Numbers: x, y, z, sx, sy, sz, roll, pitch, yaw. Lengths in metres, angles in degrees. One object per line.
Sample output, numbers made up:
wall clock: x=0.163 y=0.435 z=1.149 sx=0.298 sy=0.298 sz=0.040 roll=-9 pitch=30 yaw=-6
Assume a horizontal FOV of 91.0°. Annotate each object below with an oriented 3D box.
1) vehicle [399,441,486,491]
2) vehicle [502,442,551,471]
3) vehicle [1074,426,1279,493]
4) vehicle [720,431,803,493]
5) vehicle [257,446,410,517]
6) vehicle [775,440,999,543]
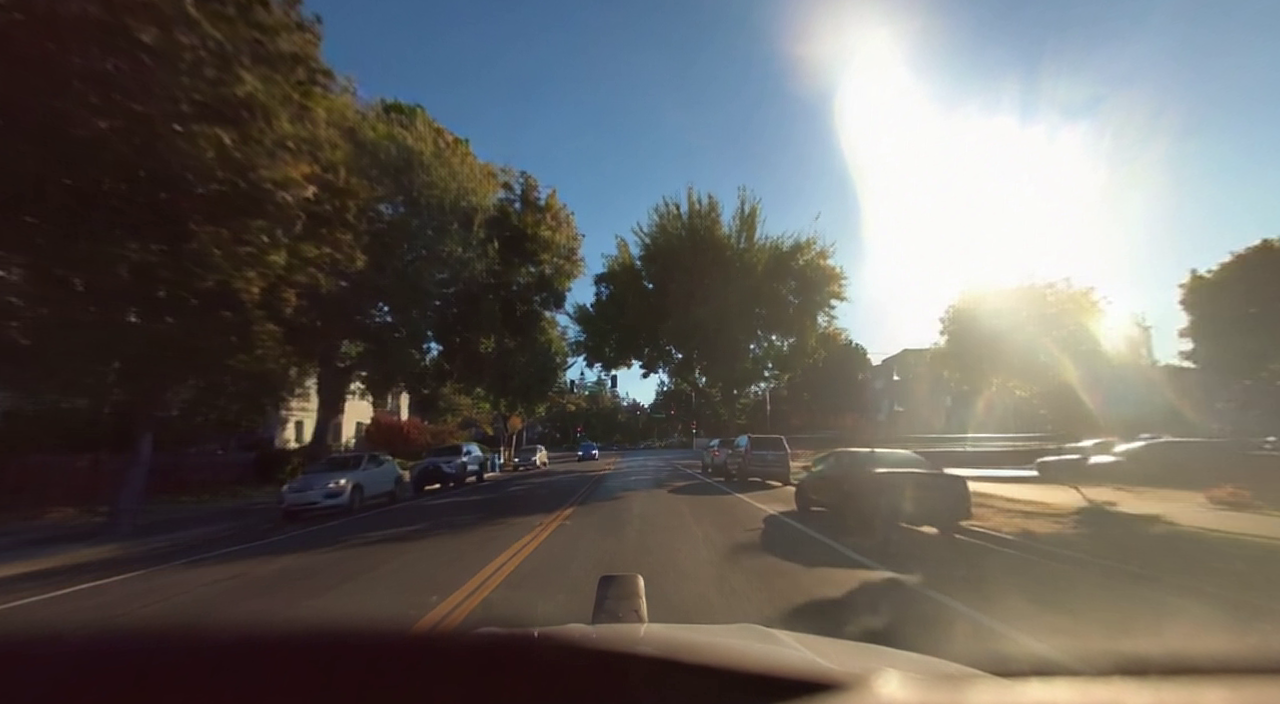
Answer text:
vehicle: x=-7.533 y=4.375 z=24.478 sx=1.994 sy=1.718 sz=4.518 roll=0 pitch=-9 yaw=-1
vehicle: x=-7.320 y=6.804 z=41.125 sx=2.150 sy=1.766 sz=5.483 roll=-1 pitch=-9 yaw=1
vehicle: x=12.919 y=2.546 z=14.987 sx=3.735 sy=1.454 sz=1.772 roll=-1 pitch=-9 yaw=6
vehicle: x=3.902 y=3.594 z=20.917 sx=1.908 sy=1.788 sz=4.397 roll=0 pitch=-8 yaw=0
vehicle: x=-7.493 y=3.164 z=15.860 sx=1.976 sy=1.554 sz=3.654 roll=0 pitch=-9 yaw=0
vehicle: x=3.923 y=2.276 z=10.987 sx=2.036 sy=1.405 sz=4.312 roll=0 pitch=-9 yaw=-2
